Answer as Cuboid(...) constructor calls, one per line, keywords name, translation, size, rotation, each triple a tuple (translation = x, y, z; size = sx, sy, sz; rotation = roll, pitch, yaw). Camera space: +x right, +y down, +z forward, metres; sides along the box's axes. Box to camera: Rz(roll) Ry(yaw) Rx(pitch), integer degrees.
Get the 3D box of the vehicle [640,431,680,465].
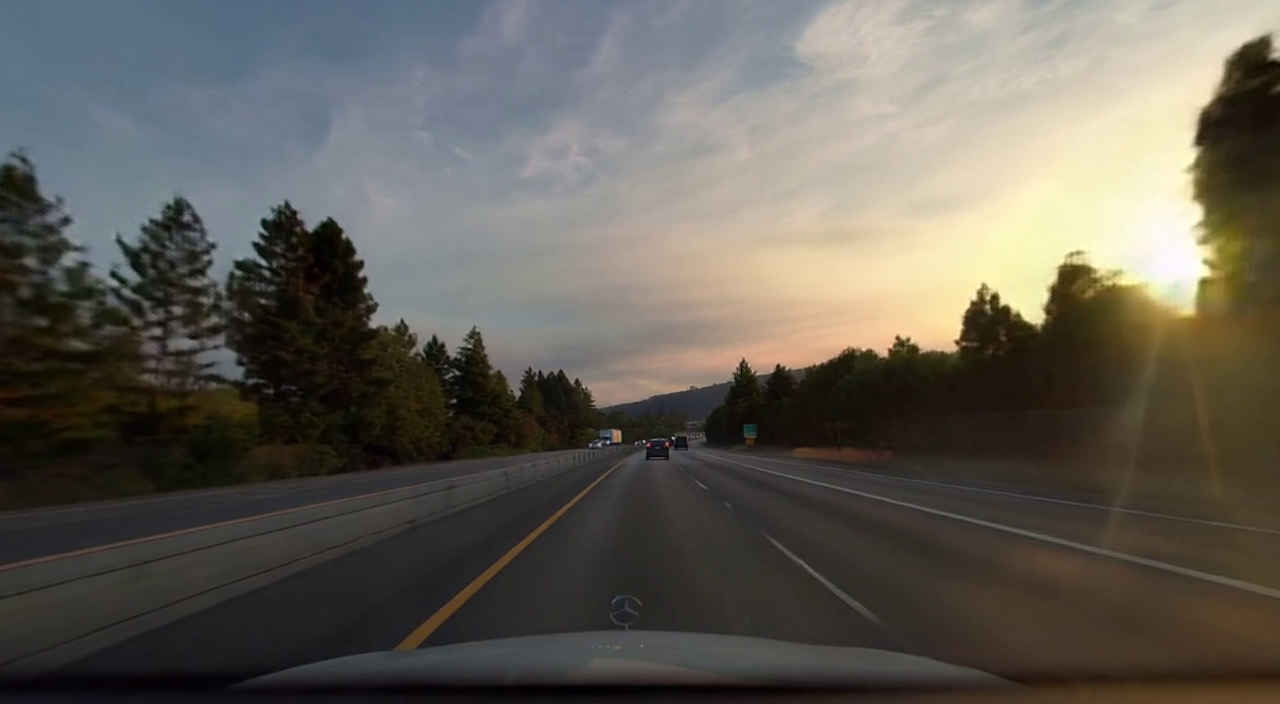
Cuboid(name="vehicle", translation=(1.224, 5.930, 38.922), size=(2.301, 1.944, 4.554), rotation=(0, -8, 2))
